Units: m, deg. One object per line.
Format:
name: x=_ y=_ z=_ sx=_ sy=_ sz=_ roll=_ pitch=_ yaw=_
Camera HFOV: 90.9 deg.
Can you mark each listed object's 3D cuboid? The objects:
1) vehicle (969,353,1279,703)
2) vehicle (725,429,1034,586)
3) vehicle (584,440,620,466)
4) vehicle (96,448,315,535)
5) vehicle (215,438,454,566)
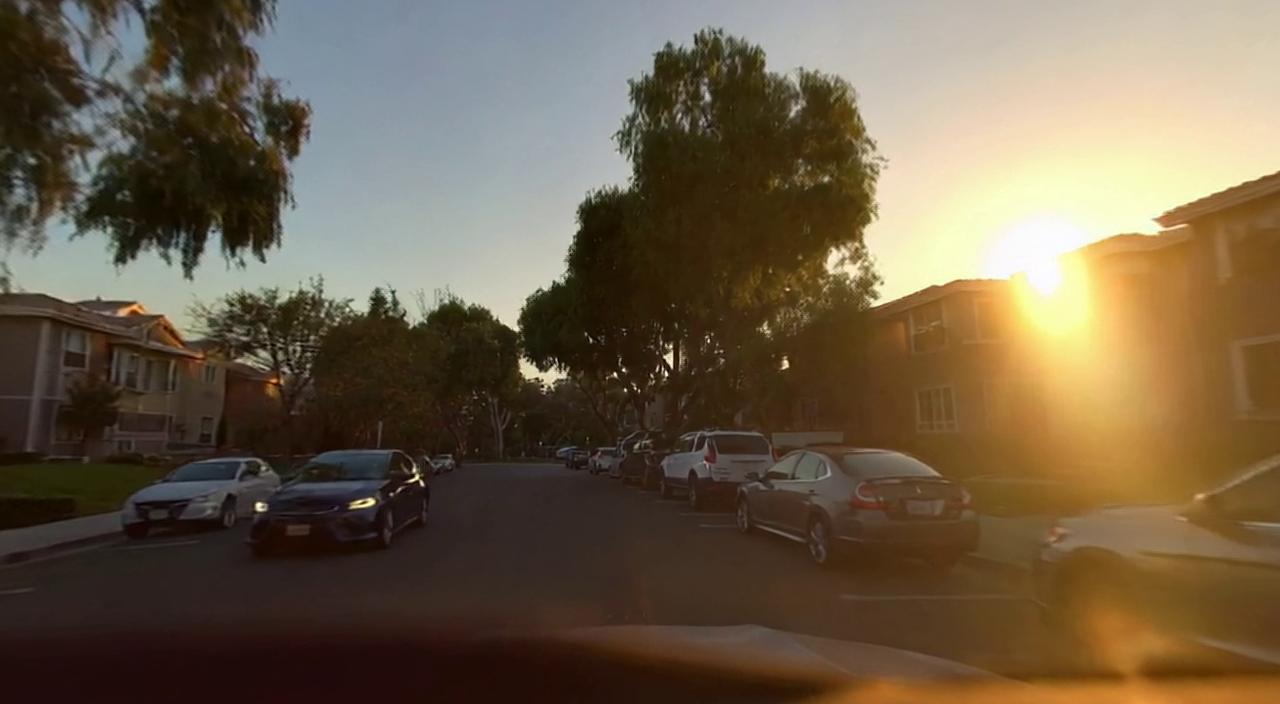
vehicle: x=3.720 y=0.836 z=2.439 sx=1.937 sy=1.722 sz=4.575 roll=1 pitch=-8 yaw=-8
vehicle: x=2.786 y=1.876 z=8.682 sx=1.876 sy=1.538 sz=4.447 roll=1 pitch=-8 yaw=-10
vehicle: x=-2.876 y=7.465 z=46.746 sx=2.114 sy=1.787 sz=4.783 roll=1 pitch=-8 yaw=-10
vehicle: x=-9.052 y=2.867 z=13.752 sx=2.119 sy=1.476 sz=4.588 roll=1 pitch=-8 yaw=-10
vehicle: x=-4.309 y=2.099 z=9.854 sx=1.971 sy=1.476 sz=4.593 roll=1 pitch=-8 yaw=-8
